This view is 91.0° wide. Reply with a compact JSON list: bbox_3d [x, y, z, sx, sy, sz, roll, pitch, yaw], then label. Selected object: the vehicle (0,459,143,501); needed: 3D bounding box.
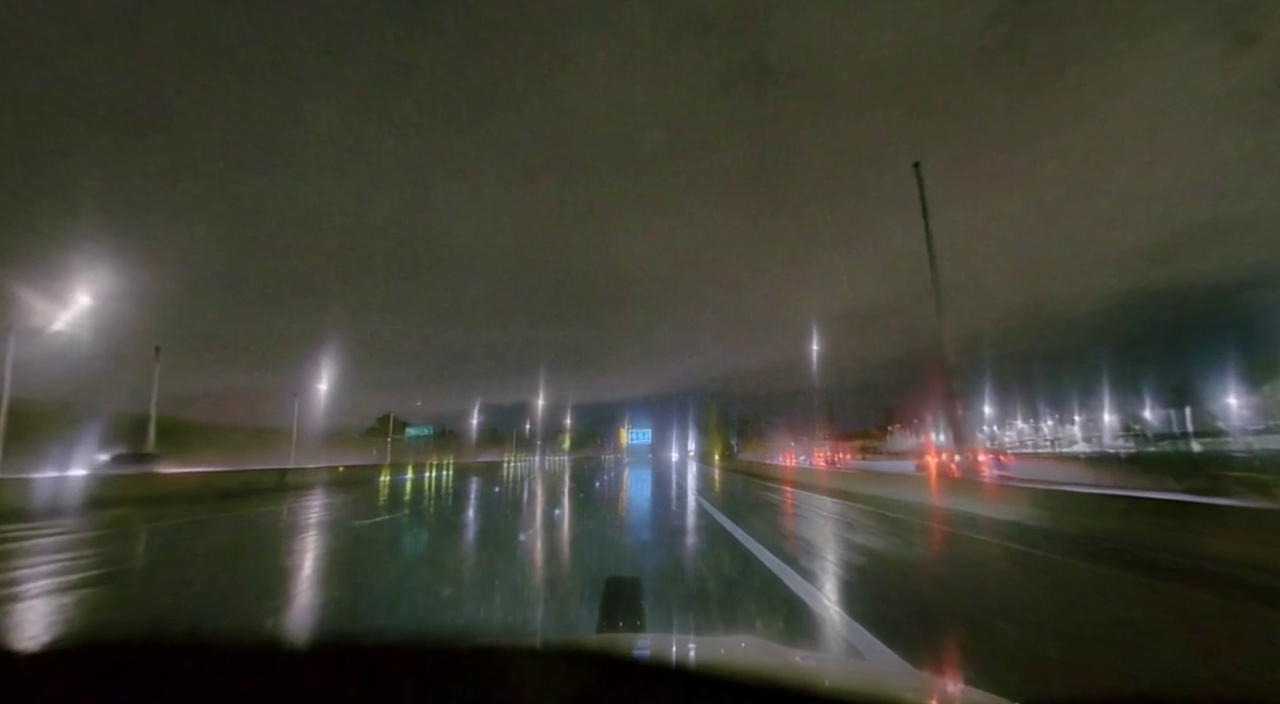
[{"bbox_3d":[-27.817,6.214,31.045,2.061,1.747,5.452,0,-9,1],"label":"vehicle"}]
